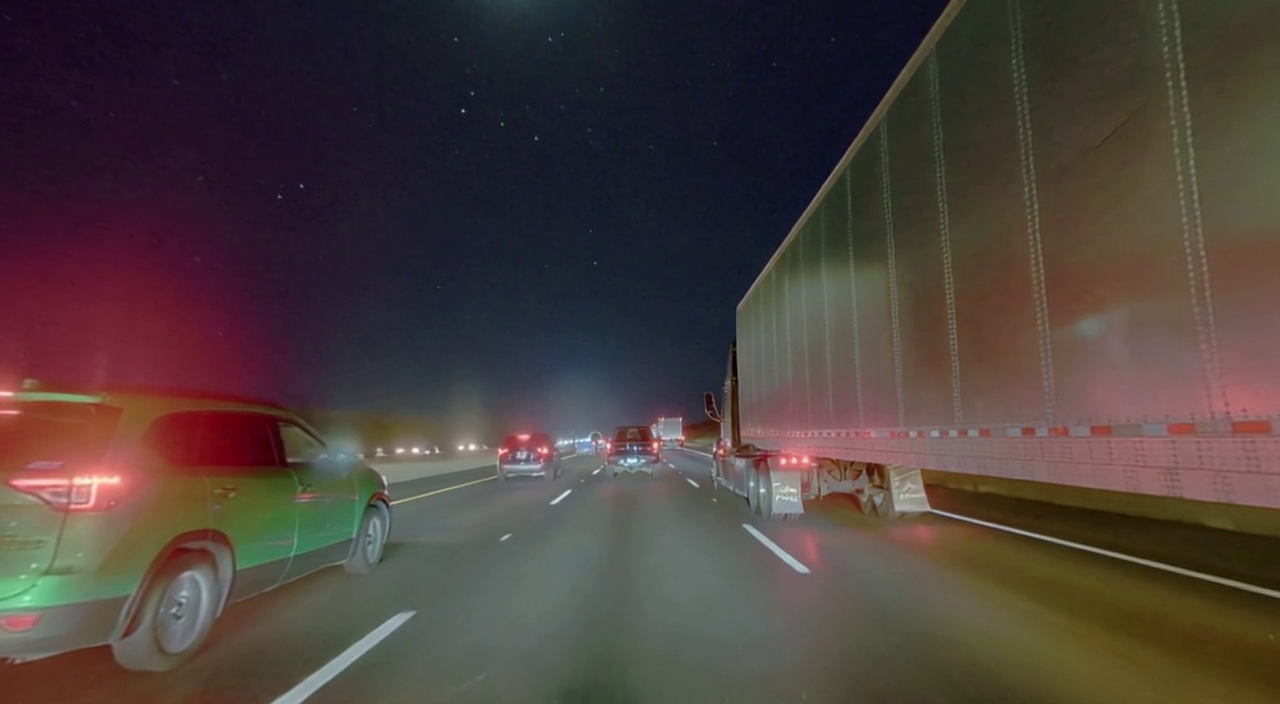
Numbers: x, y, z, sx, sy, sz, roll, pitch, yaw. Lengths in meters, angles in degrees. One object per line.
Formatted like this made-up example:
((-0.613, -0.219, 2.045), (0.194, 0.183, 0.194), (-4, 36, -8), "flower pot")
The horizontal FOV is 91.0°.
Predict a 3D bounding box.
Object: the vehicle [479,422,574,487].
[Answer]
((-3.478, 3.262, 20.276), (2.120, 1.812, 4.659), (0, -8, 1), "vehicle")

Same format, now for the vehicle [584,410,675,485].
((-0.340, 3.259, 21.675), (2.704, 2.216, 5.804), (0, -8, 0), "vehicle")

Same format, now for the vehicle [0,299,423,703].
((-3.438, 1.001, 4.215), (2.193, 1.803, 4.958), (0, -8, 0), "vehicle")

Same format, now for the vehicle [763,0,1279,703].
((3.634, -0.280, 3.076), (2.852, 4.121, 16.210), (0, -8, 0), "vehicle")
